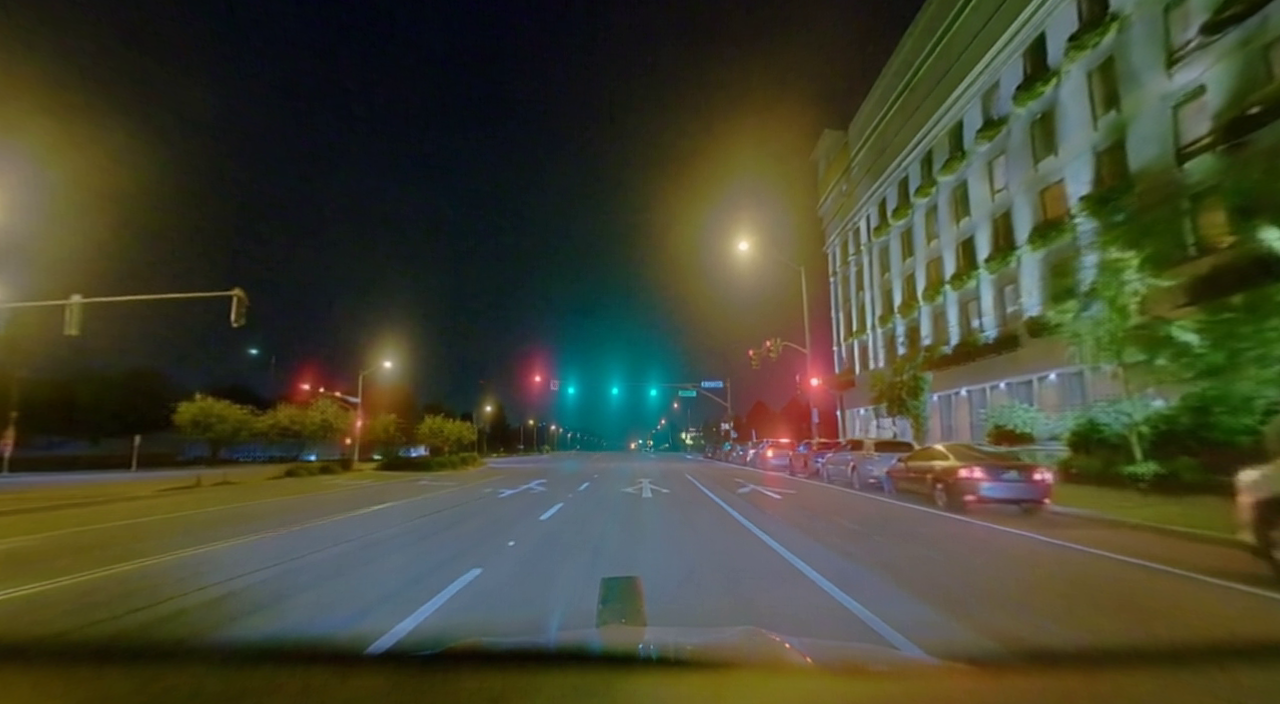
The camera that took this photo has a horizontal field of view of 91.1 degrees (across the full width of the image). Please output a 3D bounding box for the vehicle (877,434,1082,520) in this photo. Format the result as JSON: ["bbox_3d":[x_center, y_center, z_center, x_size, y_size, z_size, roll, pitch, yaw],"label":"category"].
[{"bbox_3d":[6.804,2.533,13.291,1.880,1.483,4.510,0,-9,1],"label":"vehicle"}]

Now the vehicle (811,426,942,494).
[{"bbox_3d":[6.824,3.191,18.862,1.978,1.728,5.129,0,-9,0],"label":"vehicle"}]
